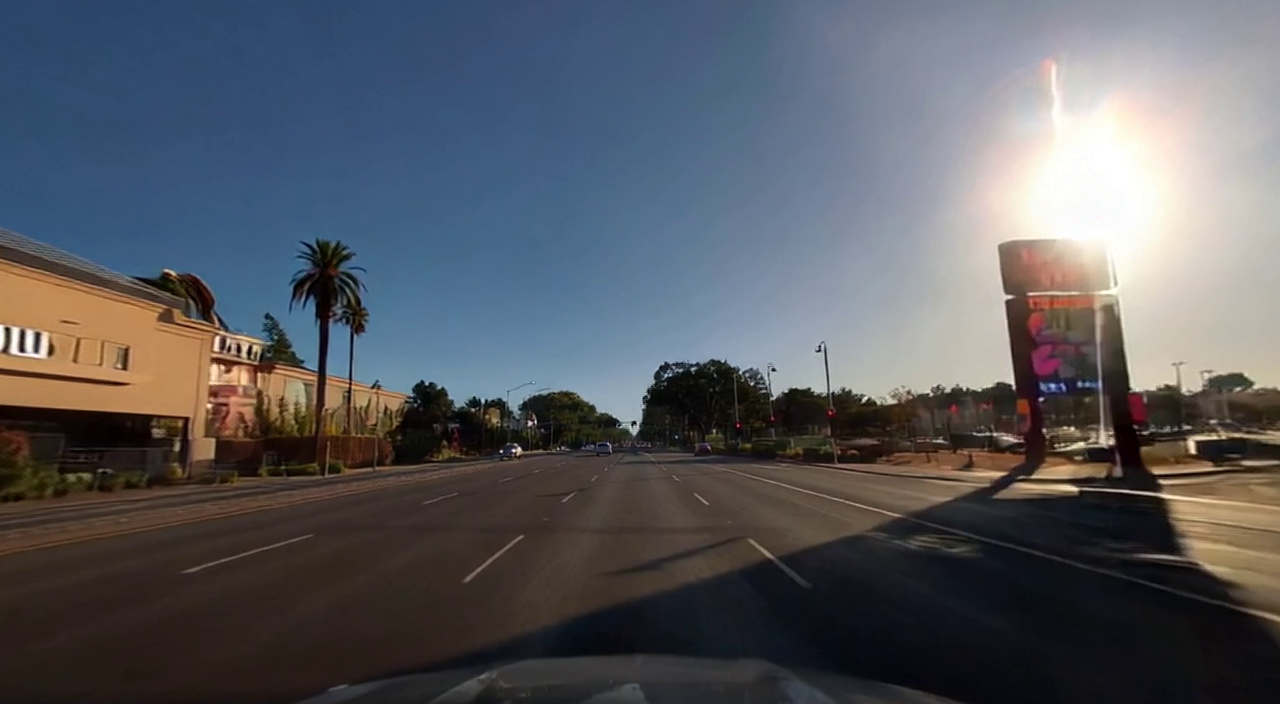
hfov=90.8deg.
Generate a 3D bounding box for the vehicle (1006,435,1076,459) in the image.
[{"bbox_3d":[30.354,7.214,47.989,4.058,1.538,1.994,-7,-8,23],"label":"vehicle"}]

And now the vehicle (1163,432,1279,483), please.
[{"bbox_3d":[21.526,3.655,22.144,4.620,1.475,1.904,-3,-9,-2],"label":"vehicle"}]

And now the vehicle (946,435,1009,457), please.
[{"bbox_3d":[25.362,7.076,47.556,3.996,1.617,1.807,-4,-9,27],"label":"vehicle"}]
